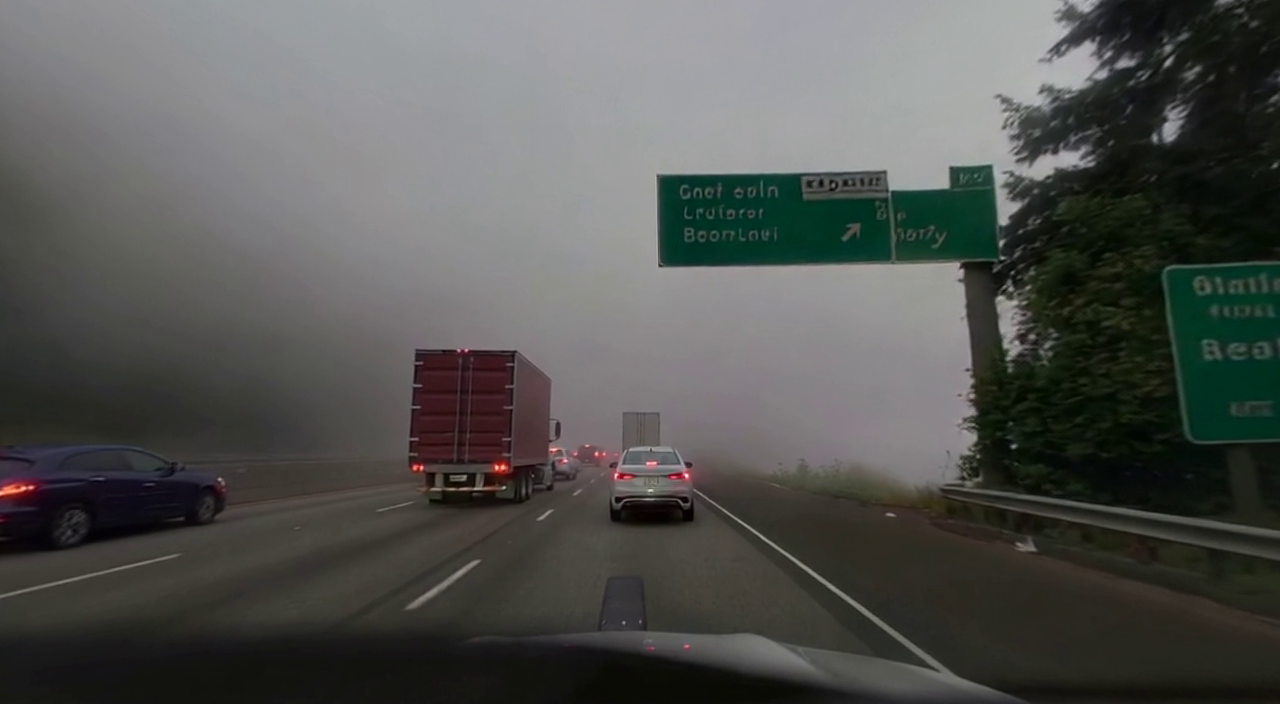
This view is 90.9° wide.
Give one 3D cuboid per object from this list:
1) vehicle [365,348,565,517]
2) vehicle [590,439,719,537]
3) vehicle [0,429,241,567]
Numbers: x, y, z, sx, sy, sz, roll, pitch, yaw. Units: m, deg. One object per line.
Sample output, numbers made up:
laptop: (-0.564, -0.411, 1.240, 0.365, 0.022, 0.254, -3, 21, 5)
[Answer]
vehicle: (-3.864, 2.151, 16.257, 2.832, 3.293, 7.782, 0, -9, 1)
vehicle: (0.220, 2.381, 11.530, 1.995, 1.495, 3.380, 0, -9, 0)
vehicle: (-7.867, 1.877, 8.661, 1.824, 1.489, 4.422, 0, -9, 1)
